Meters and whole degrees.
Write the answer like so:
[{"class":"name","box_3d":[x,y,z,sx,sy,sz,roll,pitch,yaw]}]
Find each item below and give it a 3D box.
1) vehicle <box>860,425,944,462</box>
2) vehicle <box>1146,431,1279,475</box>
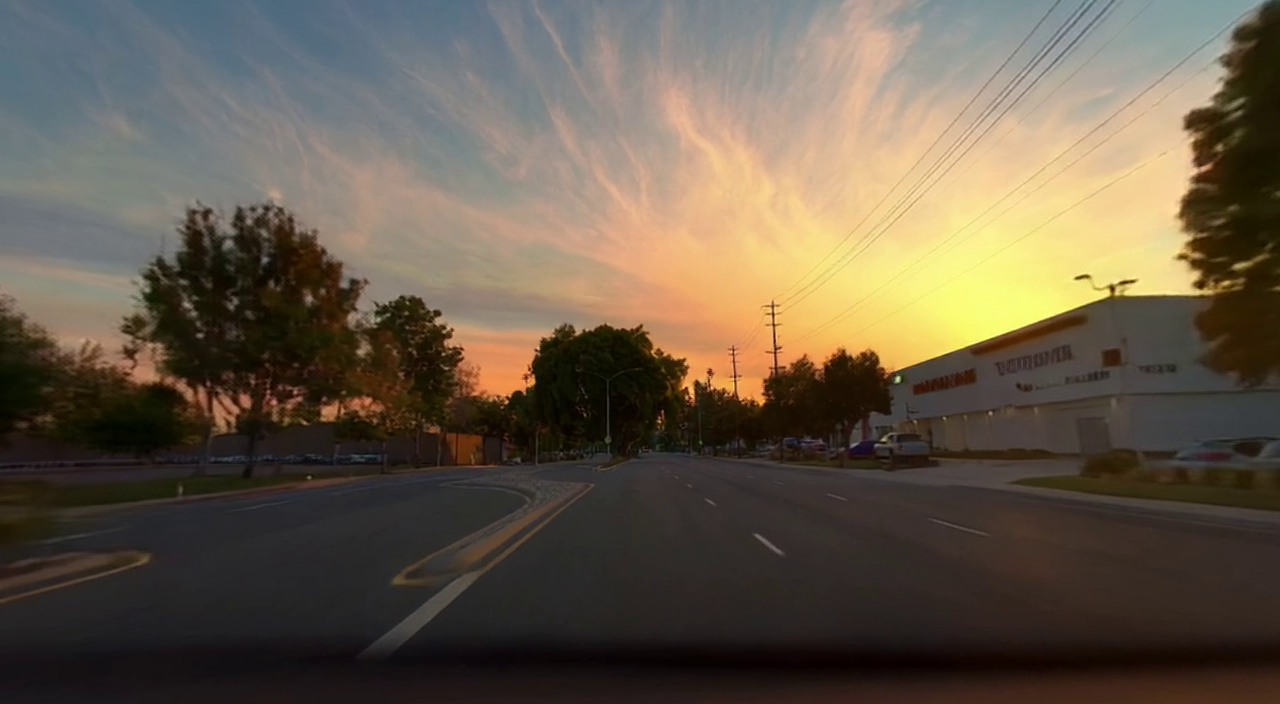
[{"class":"vehicle","box_3d":[14.974,5.302,36.522,2.195,1.926,5.466,0,-9,-3]},{"class":"vehicle","box_3d":[19.808,3.354,21.048,4.182,1.374,1.966,0,-9,0]}]
